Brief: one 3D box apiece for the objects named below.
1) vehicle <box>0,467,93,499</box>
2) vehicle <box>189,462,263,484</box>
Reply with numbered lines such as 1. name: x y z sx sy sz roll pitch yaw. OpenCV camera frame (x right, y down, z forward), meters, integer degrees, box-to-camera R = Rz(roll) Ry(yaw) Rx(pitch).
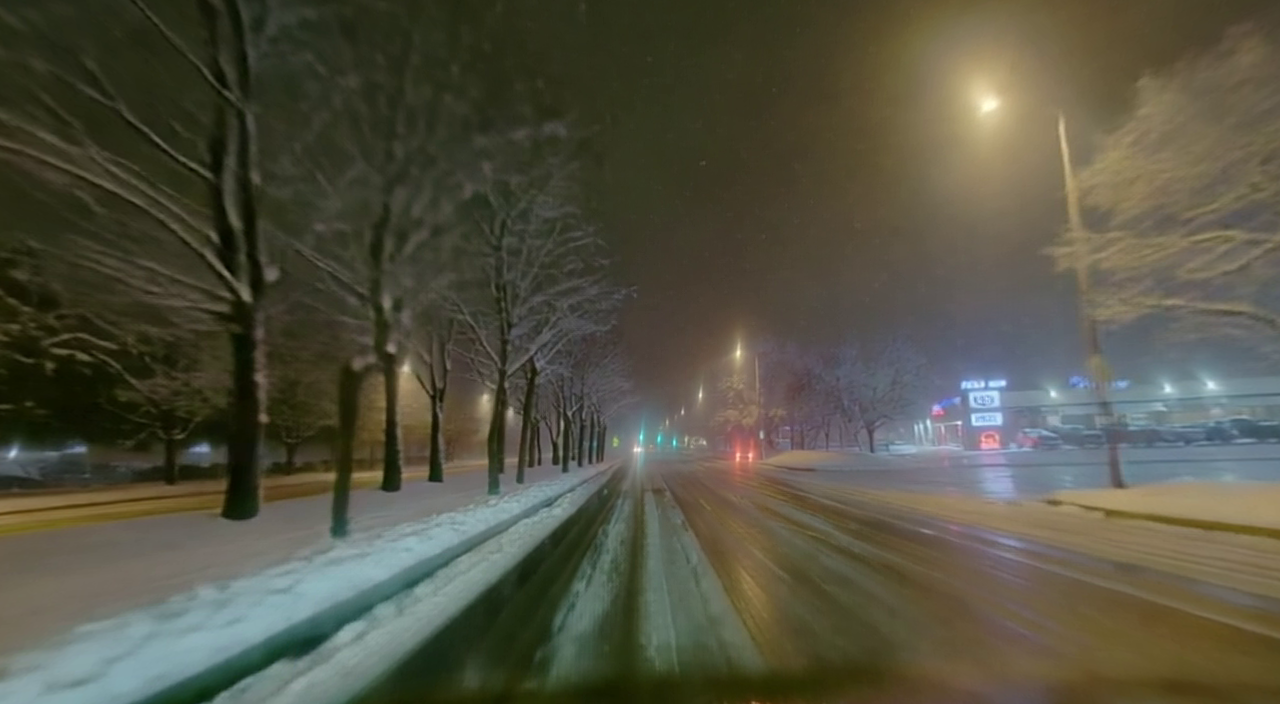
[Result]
1. vehicle: -31.608 6.750 32.546 4.622 1.466 1.842 4 -10 -27
2. vehicle: -31.161 9.094 47.582 4.320 1.463 1.827 4 -9 -25
